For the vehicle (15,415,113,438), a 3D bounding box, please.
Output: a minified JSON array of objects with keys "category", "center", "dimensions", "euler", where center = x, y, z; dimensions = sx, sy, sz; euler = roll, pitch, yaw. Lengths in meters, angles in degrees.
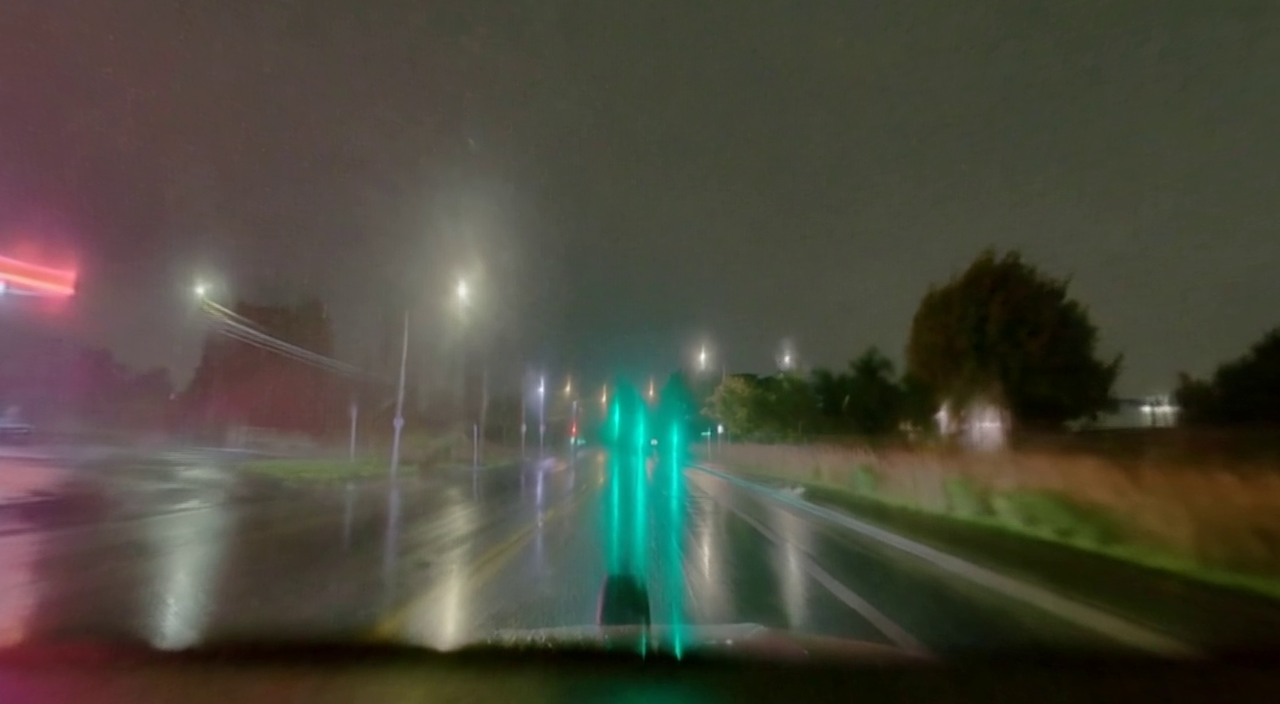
[{"category":"vehicle","center":[-39.404,5.143,43.287],"dimensions":[1.804,1.421,4.744],"euler":[-1,-8,10]}]
